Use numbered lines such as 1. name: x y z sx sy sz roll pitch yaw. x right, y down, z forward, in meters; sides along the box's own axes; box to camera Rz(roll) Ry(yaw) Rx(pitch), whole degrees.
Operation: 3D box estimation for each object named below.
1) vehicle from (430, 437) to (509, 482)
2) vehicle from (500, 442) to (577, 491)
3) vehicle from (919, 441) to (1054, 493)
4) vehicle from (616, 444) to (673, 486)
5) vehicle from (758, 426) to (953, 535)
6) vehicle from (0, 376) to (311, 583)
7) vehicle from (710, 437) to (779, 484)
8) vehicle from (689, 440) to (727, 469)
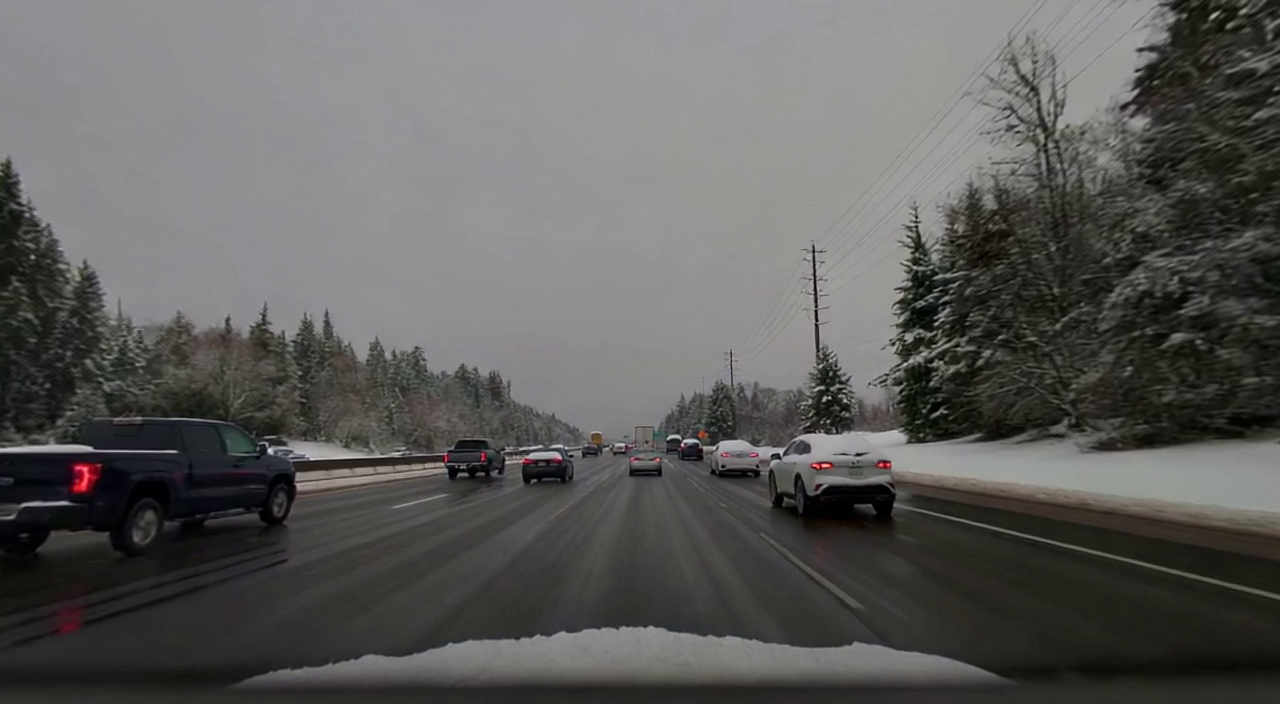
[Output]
1. vehicle: -6.912 4.399 26.078 1.978 1.680 4.263 0 -9 1
2. vehicle: -3.347 3.871 21.717 1.904 1.479 4.274 0 -9 1
3. vehicle: 11.080 3.680 20.605 1.816 1.480 4.468 0 -9 0
4. vehicle: 0.167 4.233 23.989 1.966 1.444 3.986 0 -9 1
5. vehicle: 3.626 2.245 11.623 2.051 1.595 4.301 0 -9 0
6. vehicle: -7.119 1.573 8.399 2.269 1.936 5.777 0 -9 1
7. vehicle: 4.067 4.291 25.282 2.002 1.691 4.290 0 -9 0
8. vehicle: 4.517 6.912 42.682 2.195 1.778 4.455 0 -9 1
